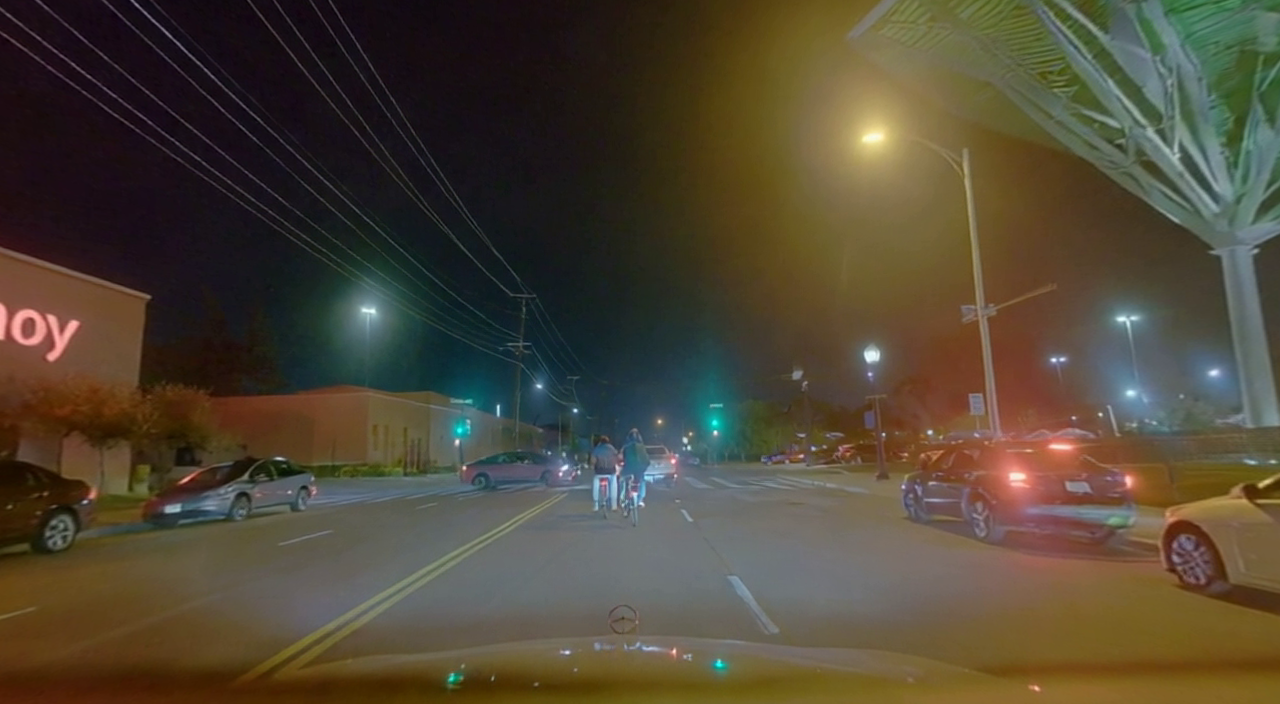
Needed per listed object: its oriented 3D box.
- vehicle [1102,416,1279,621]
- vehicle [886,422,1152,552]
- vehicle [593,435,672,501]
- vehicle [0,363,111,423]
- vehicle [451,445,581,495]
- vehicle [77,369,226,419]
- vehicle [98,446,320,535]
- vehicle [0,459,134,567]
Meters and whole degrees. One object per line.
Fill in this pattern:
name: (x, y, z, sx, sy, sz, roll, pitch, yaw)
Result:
vehicle: (5.894, 1.255, 4.666, 1.900, 1.566, 3.995, 0, -8, 0)
vehicle: (5.834, 2.093, 10.461, 1.873, 1.714, 3.979, 0, -8, -1)
vehicle: (-0.175, 3.505, 19.473, 2.190, 1.783, 4.048, 0, -8, 1)
vehicle: (-17.262, 1.169, 17.400, 3.750, 1.495, 1.727, -1, -8, -2)
vehicle: (-5.040, 4.740, 25.742, 4.961, 1.832, 2.287, 2, -9, -13)
vehicle: (-17.108, 1.506, 22.269, 3.685, 1.584, 1.708, 1, -9, -3)
vehicle: (-10.283, 3.276, 15.727, 2.075, 1.816, 4.900, 0, -8, -1)
vehicle: (-10.217, 2.374, 9.205, 1.904, 1.495, 4.585, 0, -8, -1)
